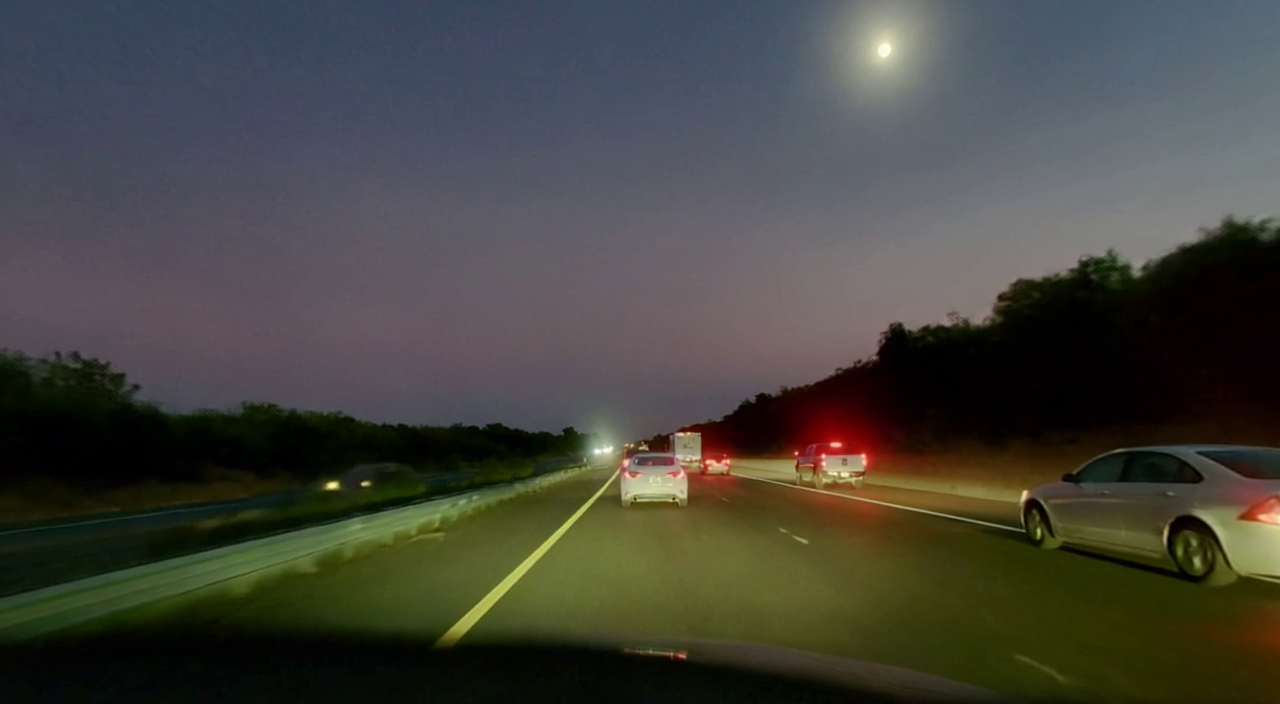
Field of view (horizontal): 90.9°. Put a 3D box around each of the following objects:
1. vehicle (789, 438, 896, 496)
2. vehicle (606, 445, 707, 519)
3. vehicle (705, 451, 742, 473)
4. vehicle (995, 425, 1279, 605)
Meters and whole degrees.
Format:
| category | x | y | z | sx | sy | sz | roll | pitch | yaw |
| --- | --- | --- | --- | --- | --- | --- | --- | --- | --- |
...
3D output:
| category | x | y | z | sx | sy | sz | roll | pitch | yaw |
| --- | --- | --- | --- | --- | --- | --- | --- | --- | --- |
| vehicle | 6.503 | 3.748 | 20.813 | 1.980 | 1.702 | 4.235 | 0 | -9 | -2 |
| vehicle | 0.296 | 2.977 | 14.861 | 2.076 | 1.485 | 3.774 | 0 | -9 | -1 |
| vehicle | 5.931 | 7.846 | 45.105 | 1.921 | 1.451 | 3.841 | 0 | -9 | -3 |
| vehicle | 6.288 | 1.670 | 7.264 | 1.965 | 1.484 | 4.090 | 0 | -9 | 0 |
